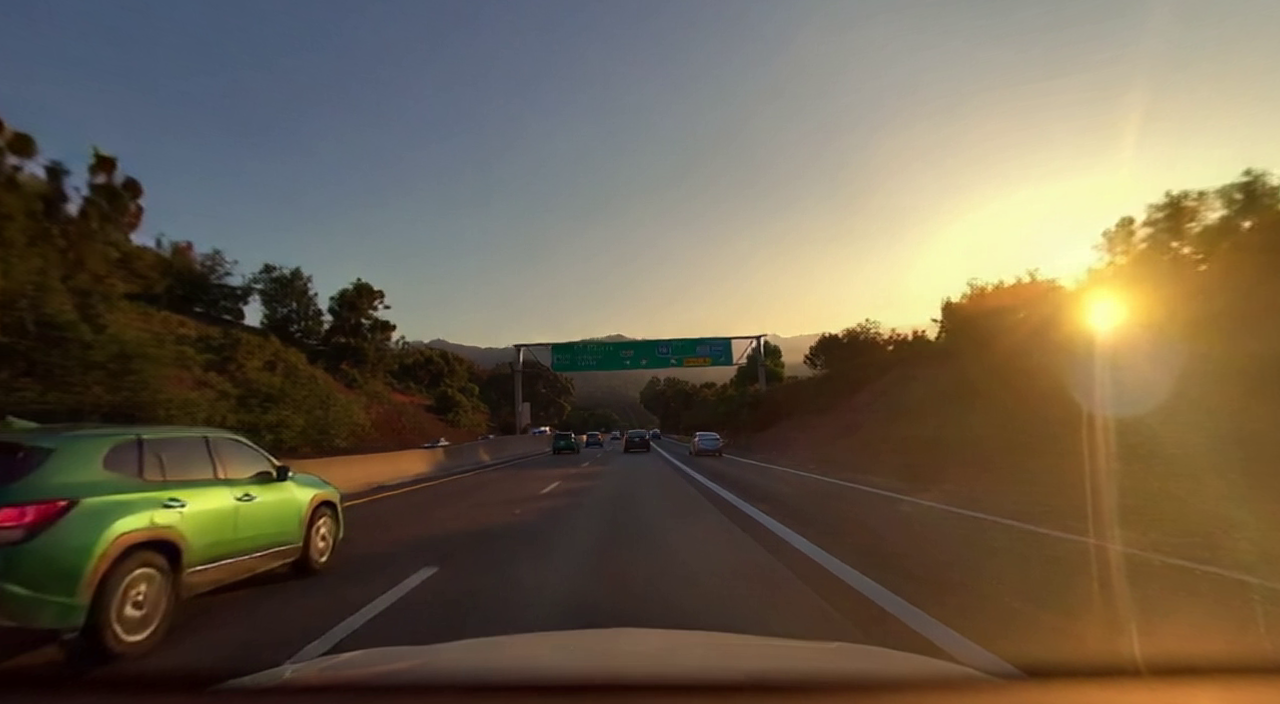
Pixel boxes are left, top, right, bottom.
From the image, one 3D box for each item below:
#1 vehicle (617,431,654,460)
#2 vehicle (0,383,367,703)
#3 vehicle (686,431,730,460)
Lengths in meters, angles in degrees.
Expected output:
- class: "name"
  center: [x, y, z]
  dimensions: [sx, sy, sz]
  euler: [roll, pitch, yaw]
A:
- class: "vehicle"
  center: [-0.273, 4.931, 33.510]
  dimensions: [1.869, 1.466, 3.356]
  euler: [0, -8, -1]
- class: "vehicle"
  center: [-3.969, 1.108, 4.418]
  dimensions: [2.023, 1.512, 4.804]
  euler: [0, -8, -1]
- class: "vehicle"
  center: [3.701, 5.122, 34.857]
  dimensions: [1.841, 1.491, 3.869]
  euler: [0, -8, -2]
